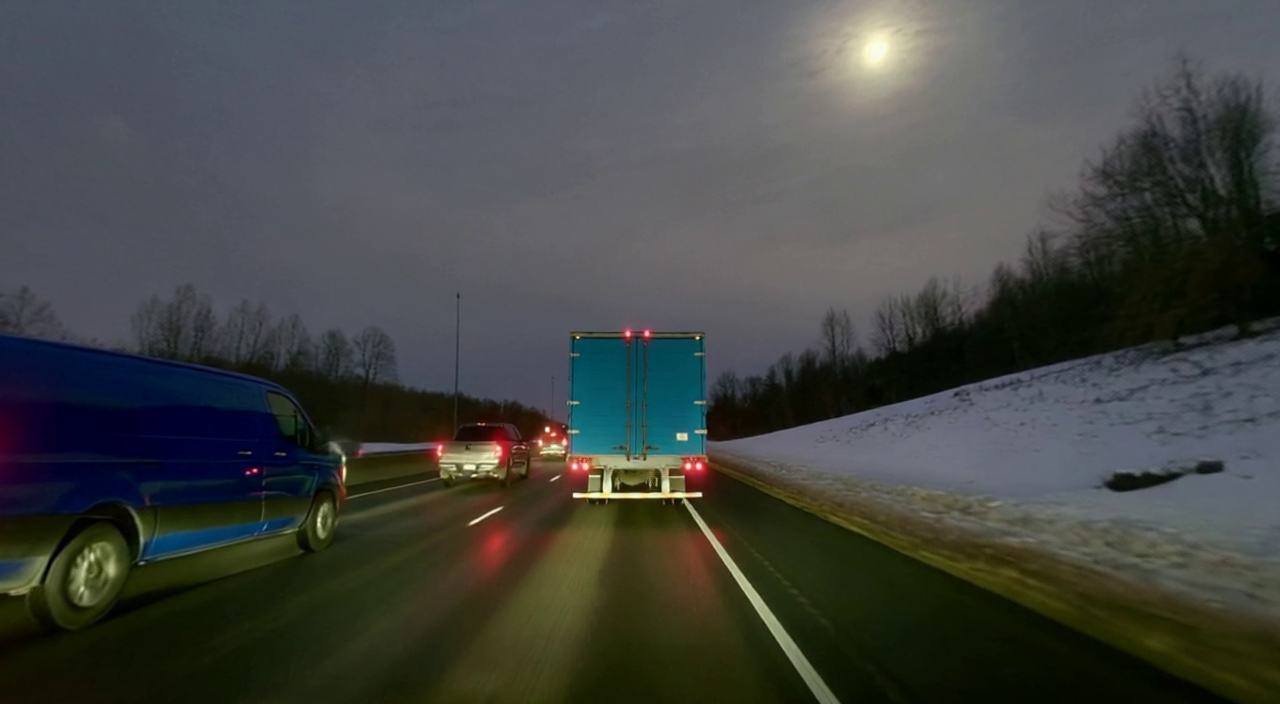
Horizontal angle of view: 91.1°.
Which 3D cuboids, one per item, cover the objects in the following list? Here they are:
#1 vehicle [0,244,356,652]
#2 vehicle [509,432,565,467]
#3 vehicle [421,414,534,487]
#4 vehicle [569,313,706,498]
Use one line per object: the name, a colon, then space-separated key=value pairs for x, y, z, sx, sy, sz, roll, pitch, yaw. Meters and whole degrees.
vehicle: x=-5.244 y=0.887 z=6.055 sx=2.478 sy=2.515 sz=5.438 roll=0 pitch=-8 yaw=-1
vehicle: x=-4.851 y=4.653 z=30.196 sx=1.931 sy=1.539 sz=4.441 roll=0 pitch=-8 yaw=0
vehicle: x=-4.851 y=3.008 z=19.603 sx=2.168 sy=1.985 sz=4.952 roll=0 pitch=-8 yaw=0
vehicle: x=-0.203 y=1.812 z=18.827 sx=2.953 sy=4.041 sz=10.072 roll=0 pitch=-8 yaw=-2
